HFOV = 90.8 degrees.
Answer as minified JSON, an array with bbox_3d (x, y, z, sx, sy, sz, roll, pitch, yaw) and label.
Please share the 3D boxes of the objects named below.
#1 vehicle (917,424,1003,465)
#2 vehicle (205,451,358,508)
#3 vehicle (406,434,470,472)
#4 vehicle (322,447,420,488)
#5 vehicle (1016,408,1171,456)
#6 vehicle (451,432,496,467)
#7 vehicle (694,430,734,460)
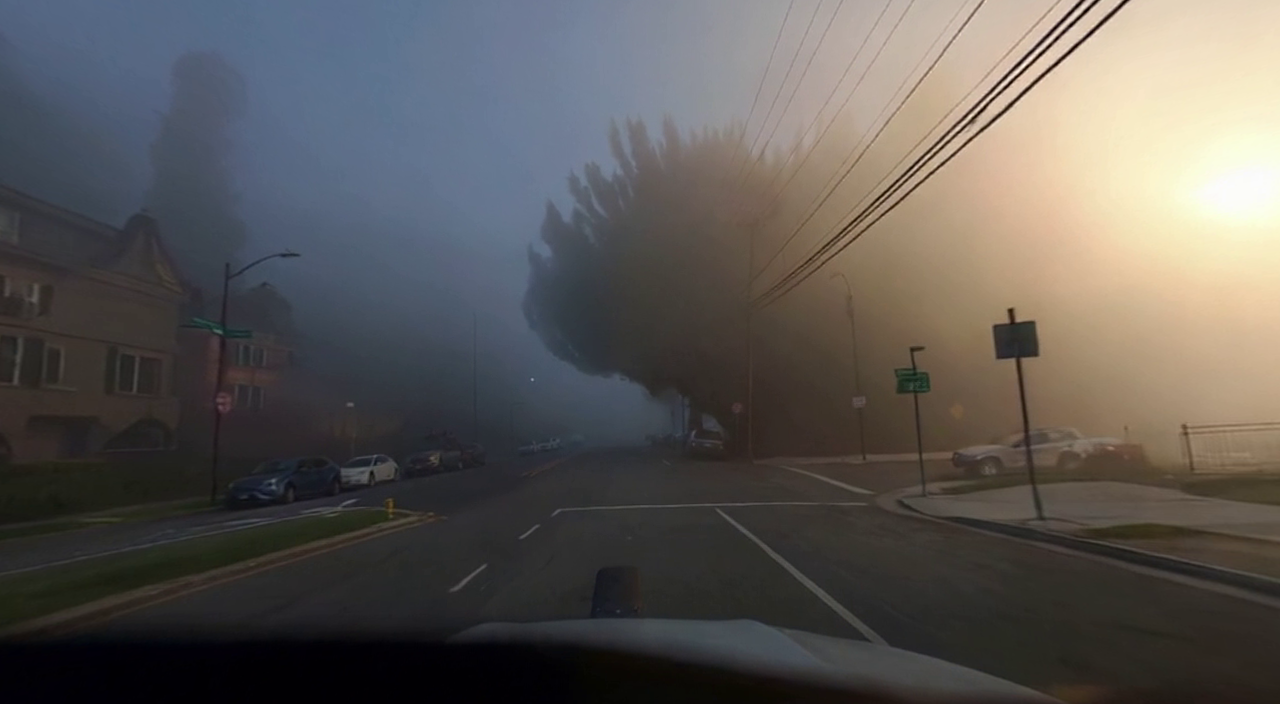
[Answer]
[{"bbox_3d":[13.824,3.939,27.141,2.122,1.474,4.313,-10,-10,41],"label":"vehicle"},{"bbox_3d":[-11.122,3.957,20.107,1.970,1.523,4.702,-1,-8,2],"label":"vehicle"},{"bbox_3d":[-11.200,5.630,35.372,2.056,1.980,4.763,0,-8,-1],"label":"vehicle"},{"bbox_3d":[-11.138,4.776,26.599,2.082,1.540,4.654,0,-8,0],"label":"vehicle"},{"bbox_3d":[19.397,3.468,27.226,4.973,1.974,2.140,1,-9,-1],"label":"vehicle"},{"bbox_3d":[-11.349,6.637,43.258,1.926,1.998,4.447,-4,-6,-1],"label":"vehicle"},{"bbox_3d":[4.302,5.499,37.376,1.867,1.680,4.176,0,-8,0],"label":"vehicle"}]
